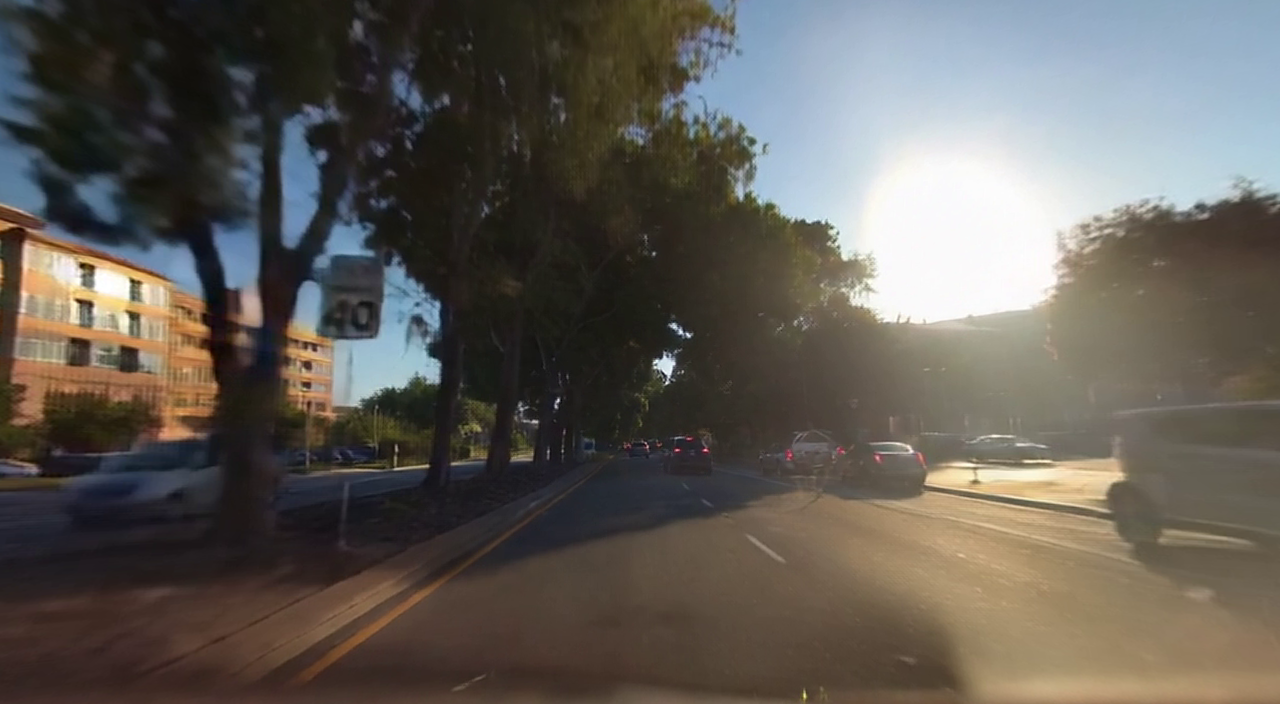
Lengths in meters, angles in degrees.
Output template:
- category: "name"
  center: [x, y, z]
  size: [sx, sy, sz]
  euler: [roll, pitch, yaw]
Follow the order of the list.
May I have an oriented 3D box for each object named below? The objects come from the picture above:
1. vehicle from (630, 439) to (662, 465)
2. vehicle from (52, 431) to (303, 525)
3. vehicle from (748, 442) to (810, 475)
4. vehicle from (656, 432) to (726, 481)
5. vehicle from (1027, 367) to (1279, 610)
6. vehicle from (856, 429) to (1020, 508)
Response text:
- category: "vehicle"
  center: [0.429, 6.976, 44.065]
  size: [2.132, 1.693, 3.819]
  euler: [0, -8, 1]
- category: "vehicle"
  center: [-9.696, 2.646, 13.877]
  size: [1.999, 1.711, 4.541]
  euler: [0, -8, 1]
- category: "vehicle"
  center: [6.905, 5.318, 31.853]
  size: [2.029, 1.548, 4.422]
  euler: [0, -8, -1]
- category: "vehicle"
  center: [1.931, 4.180, 25.502]
  size: [2.227, 1.794, 4.457]
  euler: [0, -8, -3]
- category: "vehicle"
  center: [6.772, 1.403, 6.831]
  size: [2.382, 2.108, 4.182]
  euler: [1, -9, -2]
- category: "vehicle"
  center: [7.253, 2.866, 15.955]
  size: [2.025, 1.719, 4.161]
  euler: [0, -8, -1]
